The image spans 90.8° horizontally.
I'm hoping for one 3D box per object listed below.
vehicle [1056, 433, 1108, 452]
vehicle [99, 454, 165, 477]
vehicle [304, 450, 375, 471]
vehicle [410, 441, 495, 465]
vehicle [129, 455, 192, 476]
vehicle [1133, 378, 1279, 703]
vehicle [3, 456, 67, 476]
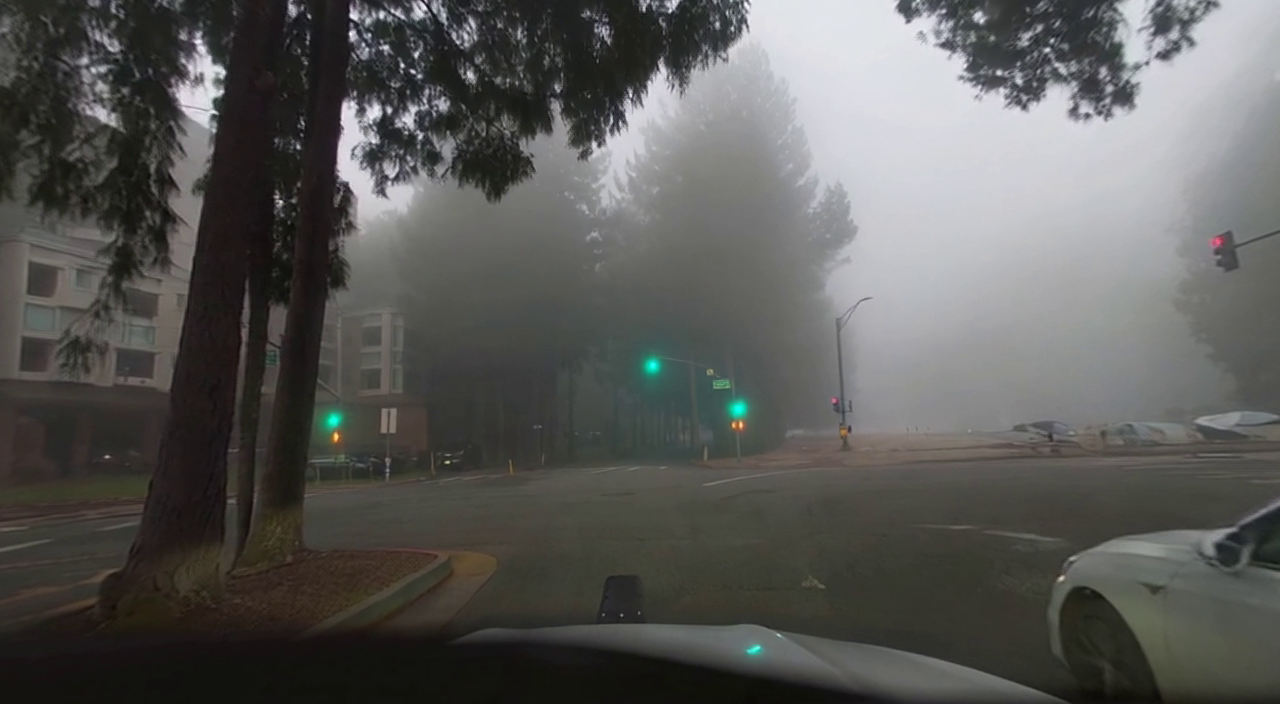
[{"bbox_3d":[34.843,7.159,49.894,1.649,1.463,3.507,0,-9,2],"label":"vehicle"},{"bbox_3d":[-38.863,8.667,48.420,1.934,1.507,3.869,1,-7,-3],"label":"vehicle"},{"bbox_3d":[-21.874,7.890,46.122,4.207,1.508,1.875,0,-9,2],"label":"vehicle"},{"bbox_3d":[-14.746,7.965,49.864,6.021,1.868,2.172,0,-9,1],"label":"vehicle"},{"bbox_3d":[-36.426,8.615,48.082,1.709,1.410,3.945,0,-9,-1],"label":"vehicle"},{"bbox_3d":[3.290,0.635,0.806,1.903,1.529,4.254,0,-9,1],"label":"vehicle"},{"bbox_3d":[-46.232,8.720,48.361,1.627,1.392,3.330,0,-9,-1],"label":"vehicle"}]
